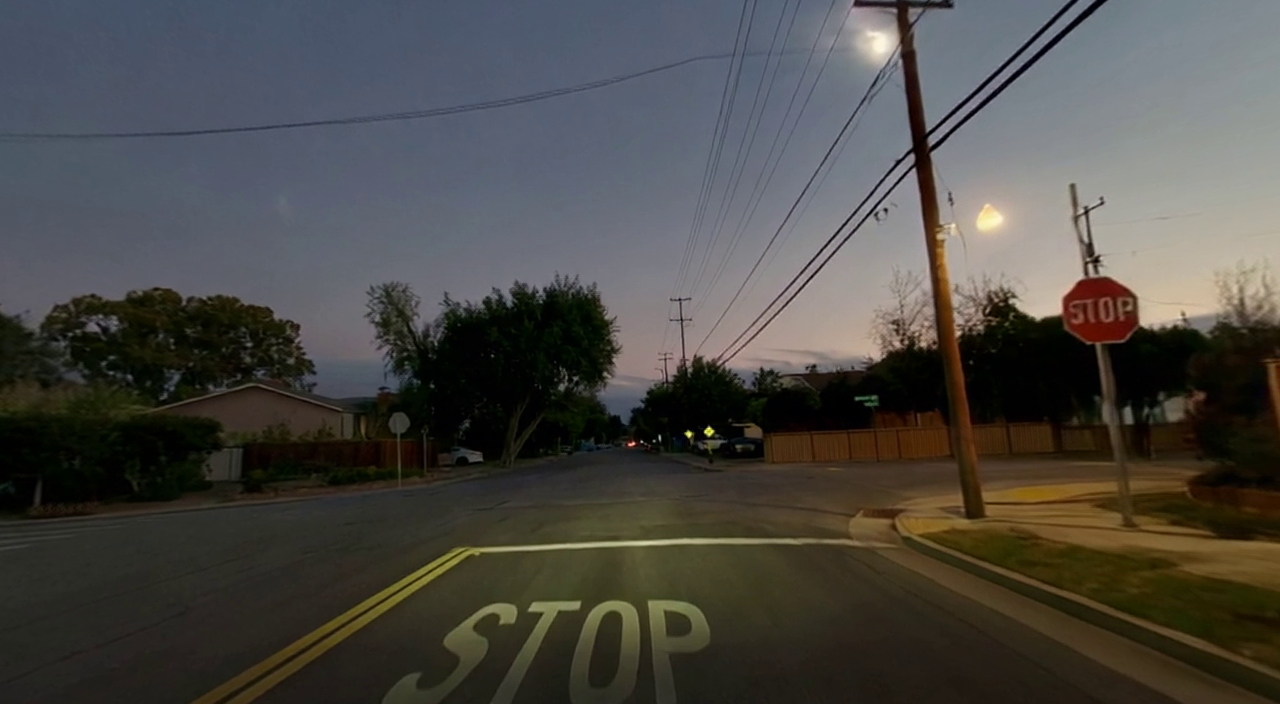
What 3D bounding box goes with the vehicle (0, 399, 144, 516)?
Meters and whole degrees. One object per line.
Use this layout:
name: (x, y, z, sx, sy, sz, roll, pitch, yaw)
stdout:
vehicle: (-19.937, 3.570, 21.053, 2.842, 3.181, 8.576, 6, -12, -22)
